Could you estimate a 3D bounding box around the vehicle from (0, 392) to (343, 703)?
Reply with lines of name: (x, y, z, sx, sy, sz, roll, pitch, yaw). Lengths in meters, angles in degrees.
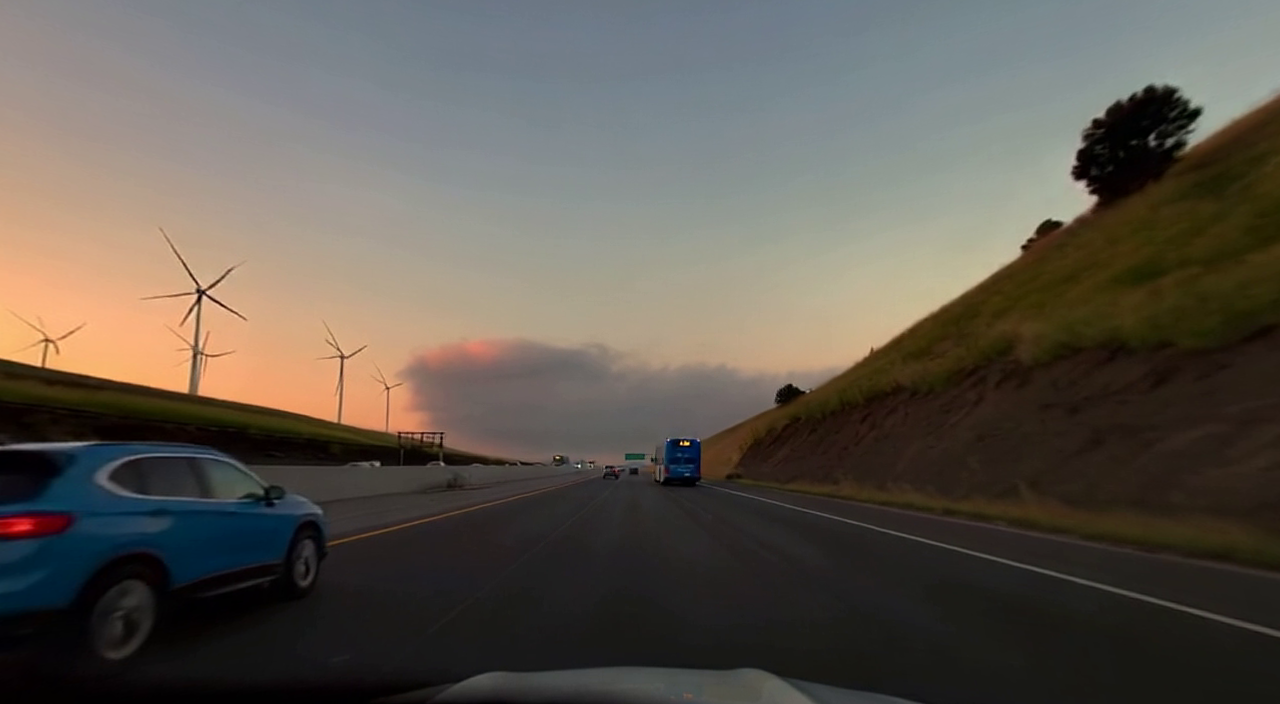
vehicle: (-4.024, 1.171, 3.956, 2.213, 1.568, 4.274, 1, -10, 0)
